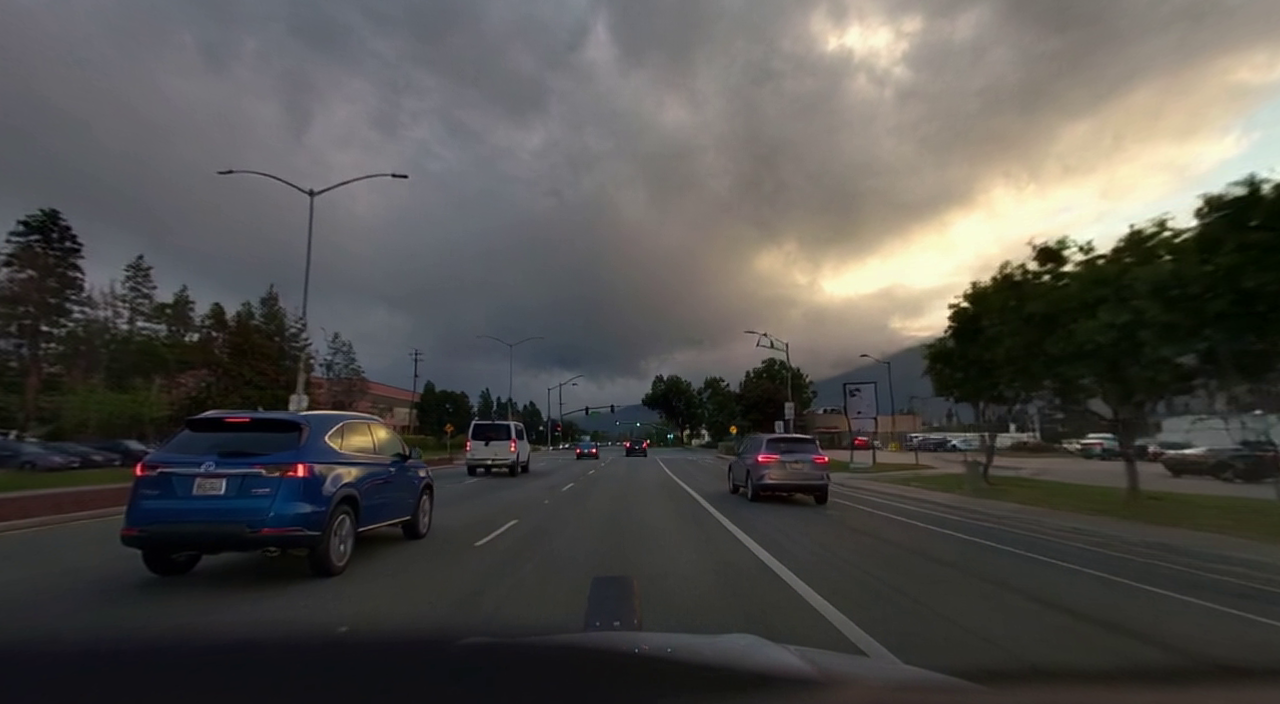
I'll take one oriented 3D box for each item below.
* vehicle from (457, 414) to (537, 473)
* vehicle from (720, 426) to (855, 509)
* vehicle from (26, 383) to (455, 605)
[{"bbox_3d":[-6.812,4.516,30.946,2.863,2.592,6.410,1,-9,-4],"label":"vehicle"},{"bbox_3d":[3.542,2.899,16.232,2.167,1.792,4.835,1,-9,-2],"label":"vehicle"},{"bbox_3d":[-3.824,1.453,7.235,2.038,1.748,4.303,0,-9,0],"label":"vehicle"}]
